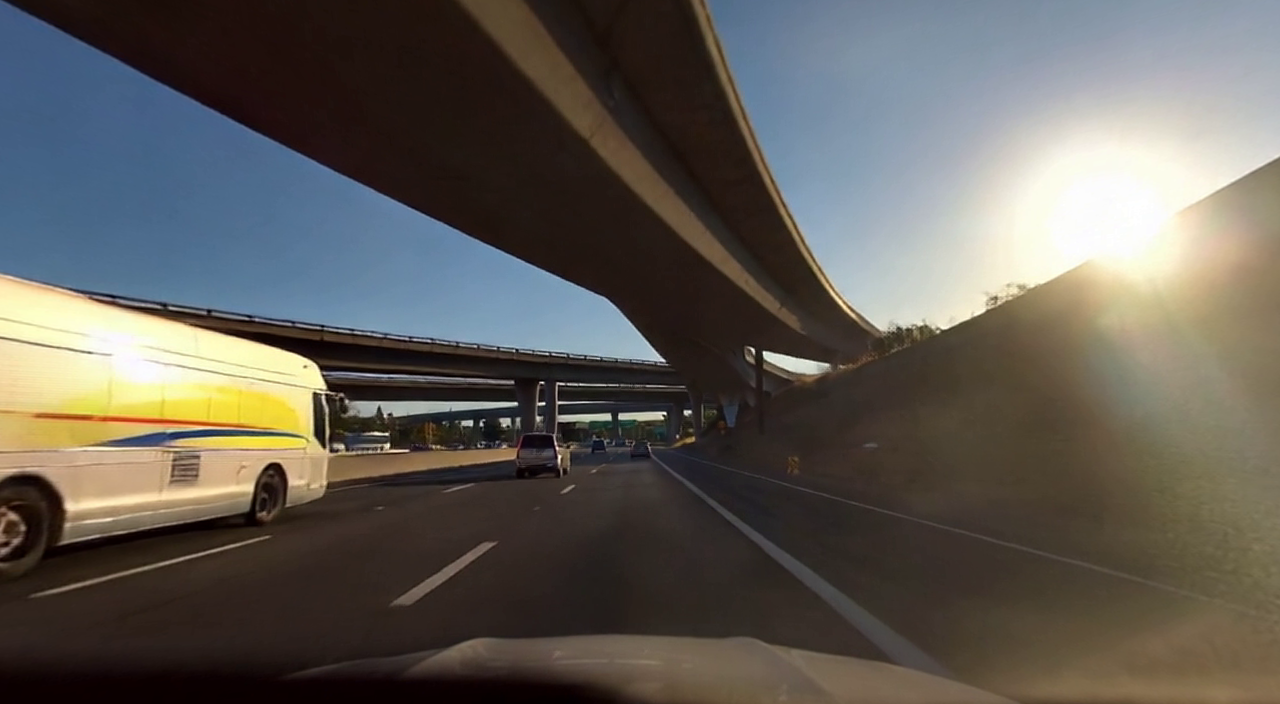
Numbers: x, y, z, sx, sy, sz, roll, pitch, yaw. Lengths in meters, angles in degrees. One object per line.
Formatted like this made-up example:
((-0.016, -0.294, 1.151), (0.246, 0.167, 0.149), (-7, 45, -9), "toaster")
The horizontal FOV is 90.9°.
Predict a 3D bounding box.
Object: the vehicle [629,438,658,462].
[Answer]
((0.240, 7.276, 46.958), (2.052, 1.711, 4.223), (0, -8, -1), "vehicle")

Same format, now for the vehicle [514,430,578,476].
((-4.175, 4.576, 28.758), (2.147, 1.918, 4.834), (0, -8, 0), "vehicle")

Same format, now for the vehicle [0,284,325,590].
((-7.532, 1.109, 8.022), (2.872, 2.890, 7.923), (0, -8, 0), "vehicle")
